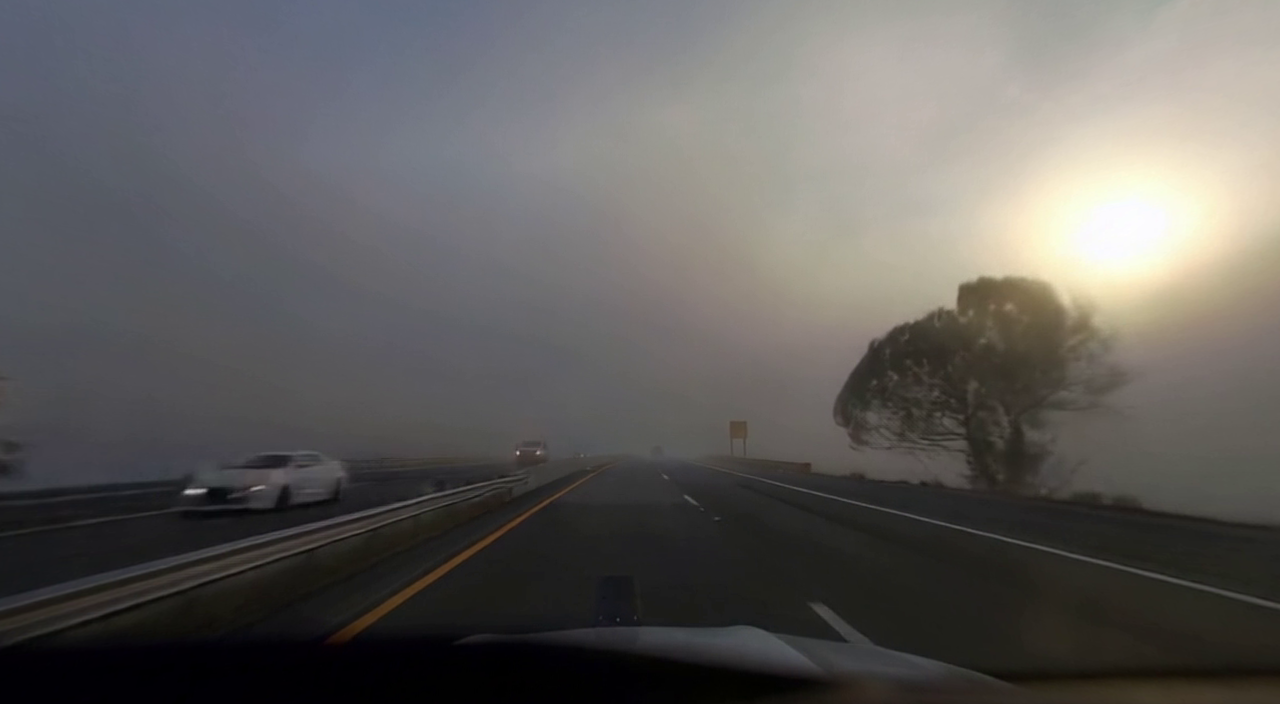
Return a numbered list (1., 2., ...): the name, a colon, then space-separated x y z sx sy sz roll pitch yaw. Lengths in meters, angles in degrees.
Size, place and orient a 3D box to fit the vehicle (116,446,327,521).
1. vehicle: -9.718 3.048 15.136 2.026 1.496 4.495 0 -9 -1
